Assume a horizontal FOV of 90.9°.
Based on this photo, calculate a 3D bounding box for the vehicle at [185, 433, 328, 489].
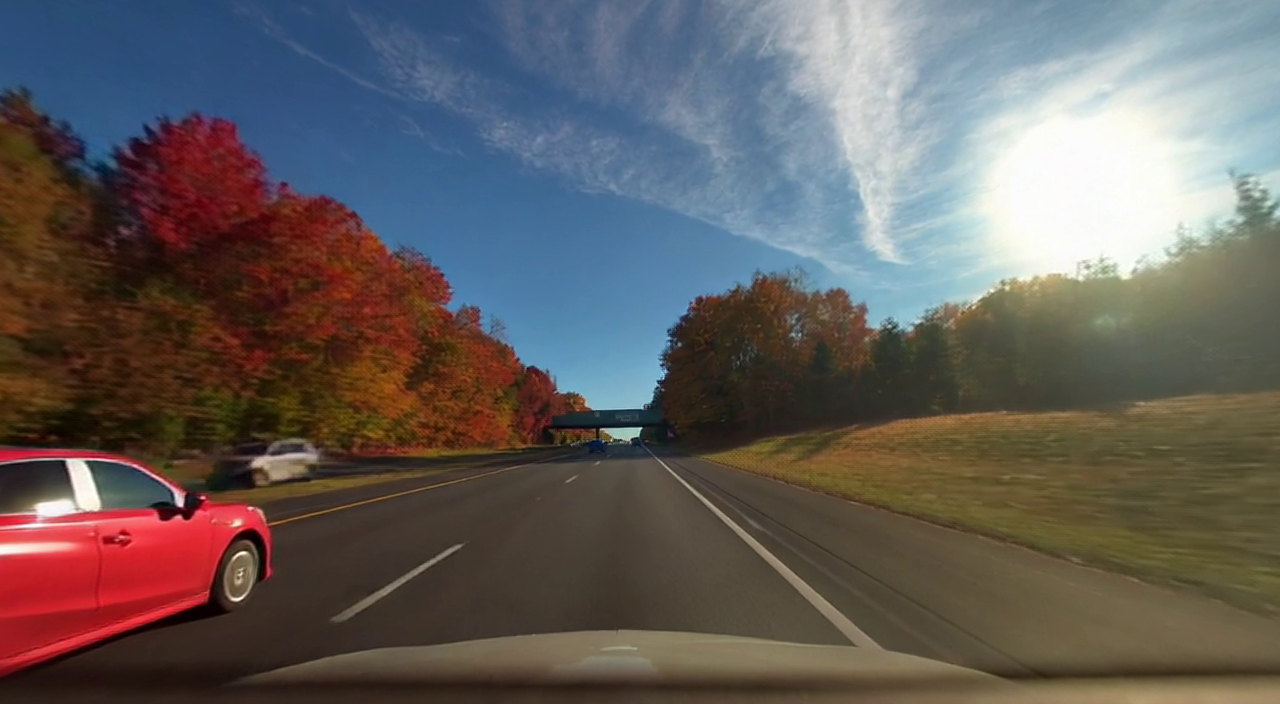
[{"bbox_3d":[-12.142,3.467,20.370,1.933,1.588,4.305,0,-8,-1],"label":"vehicle"}]
